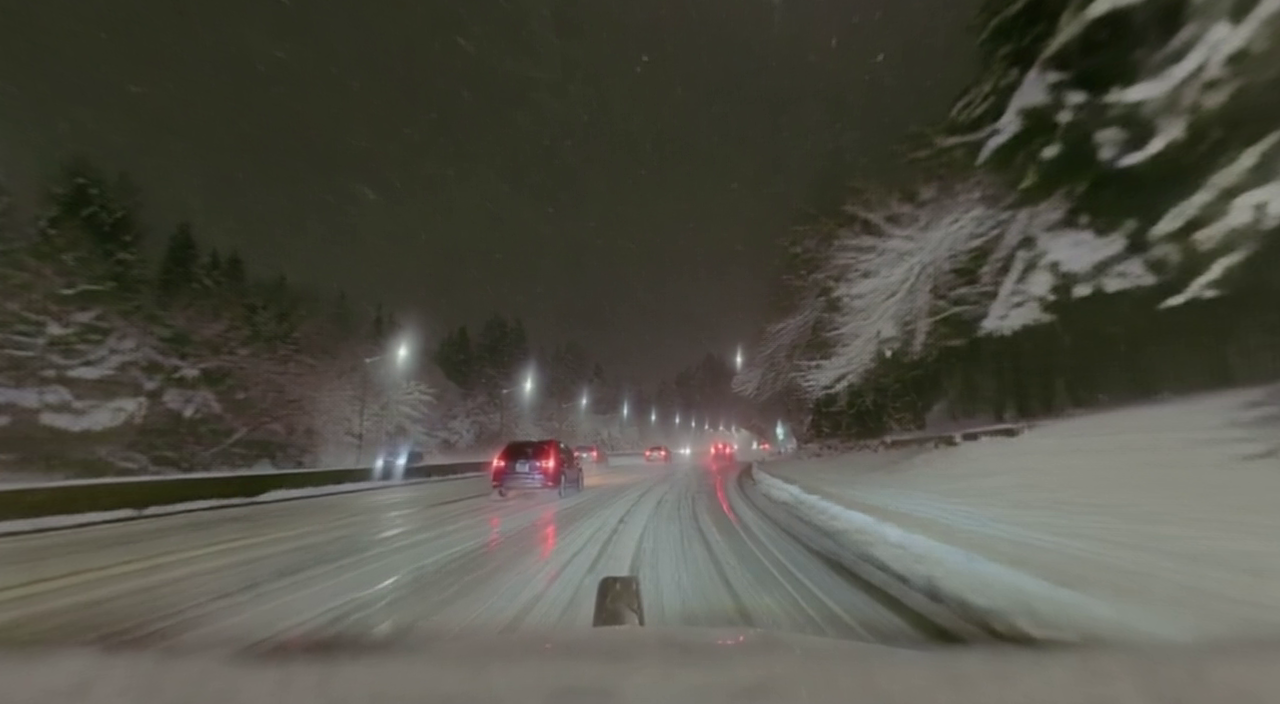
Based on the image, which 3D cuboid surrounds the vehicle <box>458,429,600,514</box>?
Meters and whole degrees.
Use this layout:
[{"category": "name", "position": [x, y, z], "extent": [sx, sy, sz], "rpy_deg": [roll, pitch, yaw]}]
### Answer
[{"category": "vehicle", "position": [-2.373, 2.730, 14.943], "extent": [2.082, 1.638, 4.644], "rpy_deg": [0, -9, 6]}]

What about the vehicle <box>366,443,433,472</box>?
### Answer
[{"category": "vehicle", "position": [-15.086, 6.642, 39.948], "extent": [1.918, 1.628, 4.502], "rpy_deg": [-1, -9, 9]}]

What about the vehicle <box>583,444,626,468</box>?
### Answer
[{"category": "vehicle", "position": [-2.296, 6.931, 42.290], "extent": [1.860, 1.442, 4.332], "rpy_deg": [-1, -9, 10]}]
